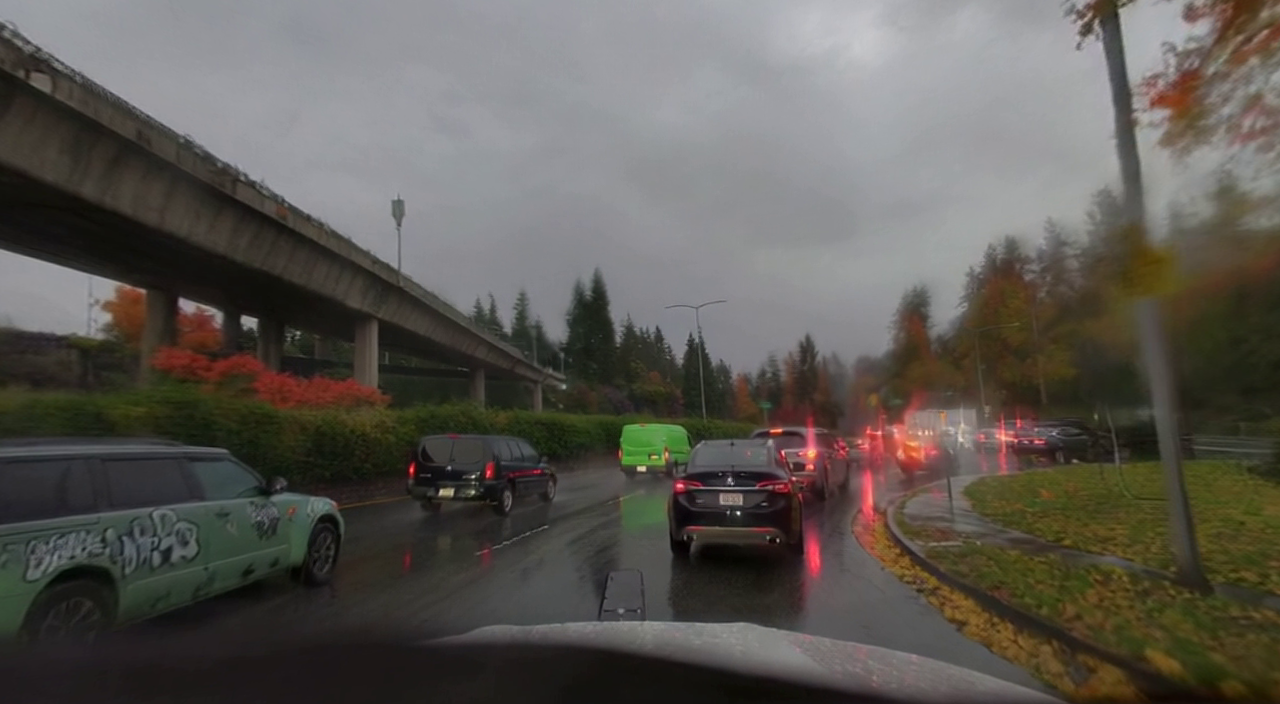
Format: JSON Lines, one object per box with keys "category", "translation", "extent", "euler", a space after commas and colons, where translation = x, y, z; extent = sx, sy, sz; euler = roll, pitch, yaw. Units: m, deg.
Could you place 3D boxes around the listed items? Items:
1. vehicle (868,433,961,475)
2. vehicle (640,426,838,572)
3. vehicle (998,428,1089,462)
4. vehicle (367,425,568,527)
{"category": "vehicle", "translation": [10.646, 3.916, 24.160], "extent": [3.902, 1.446, 1.780], "euler": [8, -12, -42]}
{"category": "vehicle", "translation": [1.584, 1.871, 8.725], "extent": [2.064, 1.515, 3.722], "euler": [-3, -9, 18]}
{"category": "vehicle", "translation": [18.796, 4.333, 29.180], "extent": [3.934, 1.485, 1.763], "euler": [5, -10, -29]}
{"category": "vehicle", "translation": [-2.972, 2.257, 11.896], "extent": [1.921, 1.554, 4.081], "euler": [-3, -9, 13]}
